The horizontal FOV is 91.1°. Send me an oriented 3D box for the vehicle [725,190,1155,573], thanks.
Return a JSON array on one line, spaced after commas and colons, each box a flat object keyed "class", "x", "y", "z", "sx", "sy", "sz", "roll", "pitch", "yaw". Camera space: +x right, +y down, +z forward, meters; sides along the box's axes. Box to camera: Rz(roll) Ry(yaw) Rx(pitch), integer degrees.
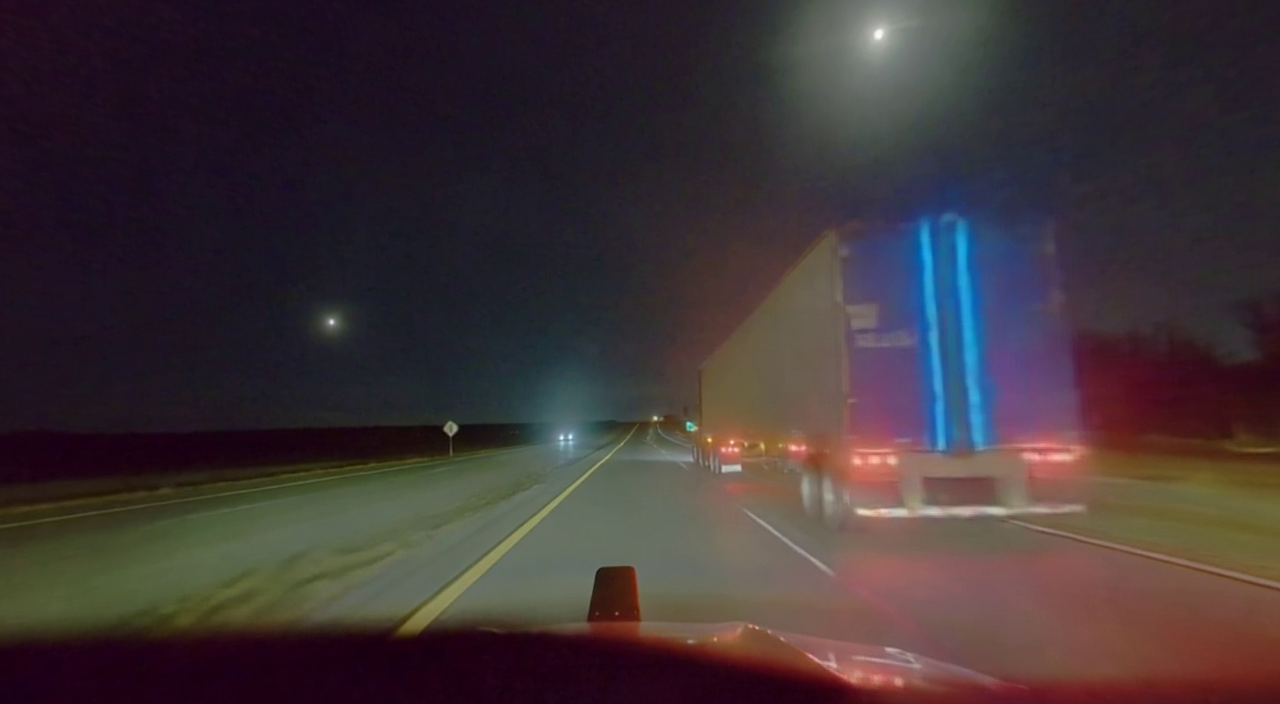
[{"class": "vehicle", "x": 3.509, "y": 0.785, "z": 10.560, "sx": 2.949, "sy": 3.877, "sz": 8.528, "roll": 0, "pitch": -8, "yaw": 0}]
